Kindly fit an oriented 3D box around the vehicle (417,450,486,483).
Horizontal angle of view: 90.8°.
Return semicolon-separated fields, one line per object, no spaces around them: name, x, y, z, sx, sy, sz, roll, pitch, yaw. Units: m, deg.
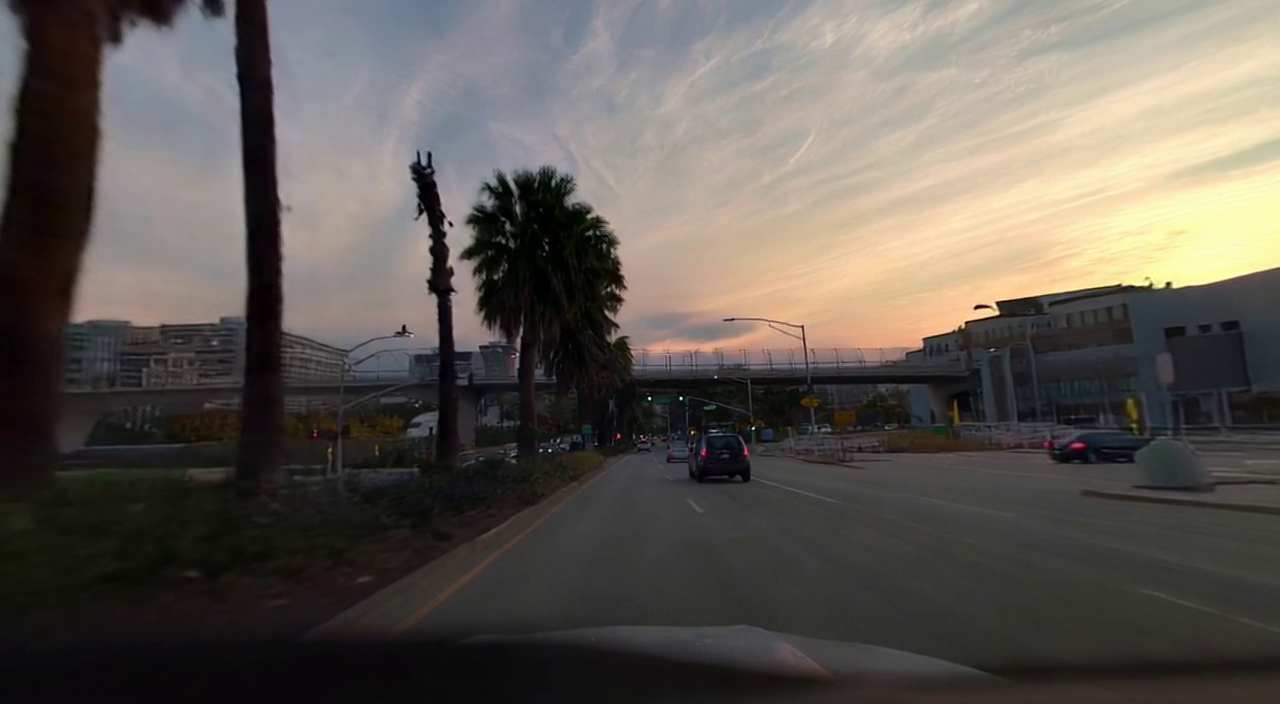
vehicle;-9.110;5.553;30.934;1.975;1.471;4.604;0;-9;0

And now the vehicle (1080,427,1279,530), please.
vehicle;10.196;2.050;10.584;1.989;1.472;5.054;0;-9;0

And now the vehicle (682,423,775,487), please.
vehicle;3.010;3.721;23.092;2.559;2.017;5.562;0;-9;0

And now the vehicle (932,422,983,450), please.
vehicle;19.406;5.176;38.514;2.100;1.626;4.450;-6;-10;33

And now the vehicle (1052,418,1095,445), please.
vehicle;31.060;5.771;45.401;2.266;1.854;4.776;-5;-10;32
